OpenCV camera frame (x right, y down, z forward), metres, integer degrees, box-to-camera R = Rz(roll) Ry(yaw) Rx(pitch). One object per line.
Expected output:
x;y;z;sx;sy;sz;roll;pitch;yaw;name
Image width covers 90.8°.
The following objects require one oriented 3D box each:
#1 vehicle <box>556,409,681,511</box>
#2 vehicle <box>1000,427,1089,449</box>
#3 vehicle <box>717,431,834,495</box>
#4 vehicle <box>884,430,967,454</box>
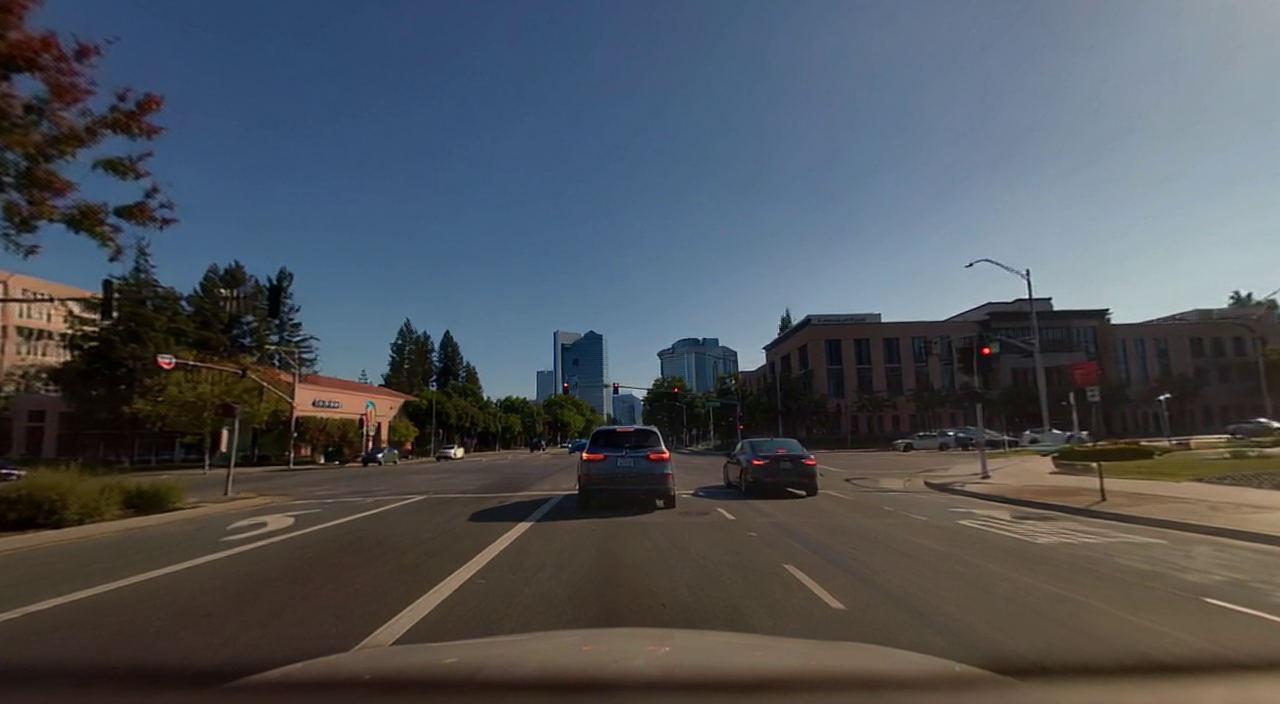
-0.410;2.330;13.950;2.313;1.860;4.319;0;-9;0;vehicle
27.564;5.893;43.171;4.766;1.462;1.872;0;-9;0;vehicle
3.423;2.914;16.909;2.080;1.472;4.401;0;-9;-1;vehicle
19.452;6.157;43.200;4.851;1.517;1.720;0;-9;-3;vehicle
